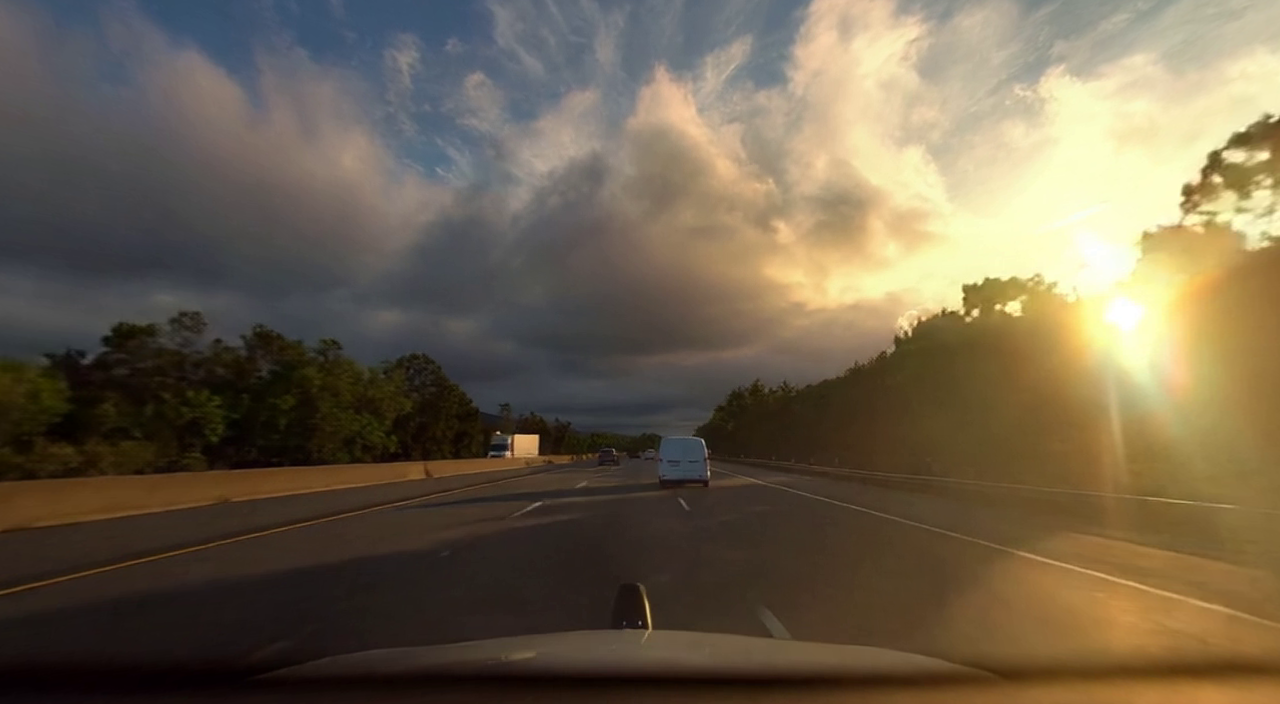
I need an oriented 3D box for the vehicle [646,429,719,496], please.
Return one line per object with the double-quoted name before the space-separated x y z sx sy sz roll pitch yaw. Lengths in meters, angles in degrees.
"vehicle" 1.415 3.786 21.898 2.219 2.033 4.911 -1 -9 2
